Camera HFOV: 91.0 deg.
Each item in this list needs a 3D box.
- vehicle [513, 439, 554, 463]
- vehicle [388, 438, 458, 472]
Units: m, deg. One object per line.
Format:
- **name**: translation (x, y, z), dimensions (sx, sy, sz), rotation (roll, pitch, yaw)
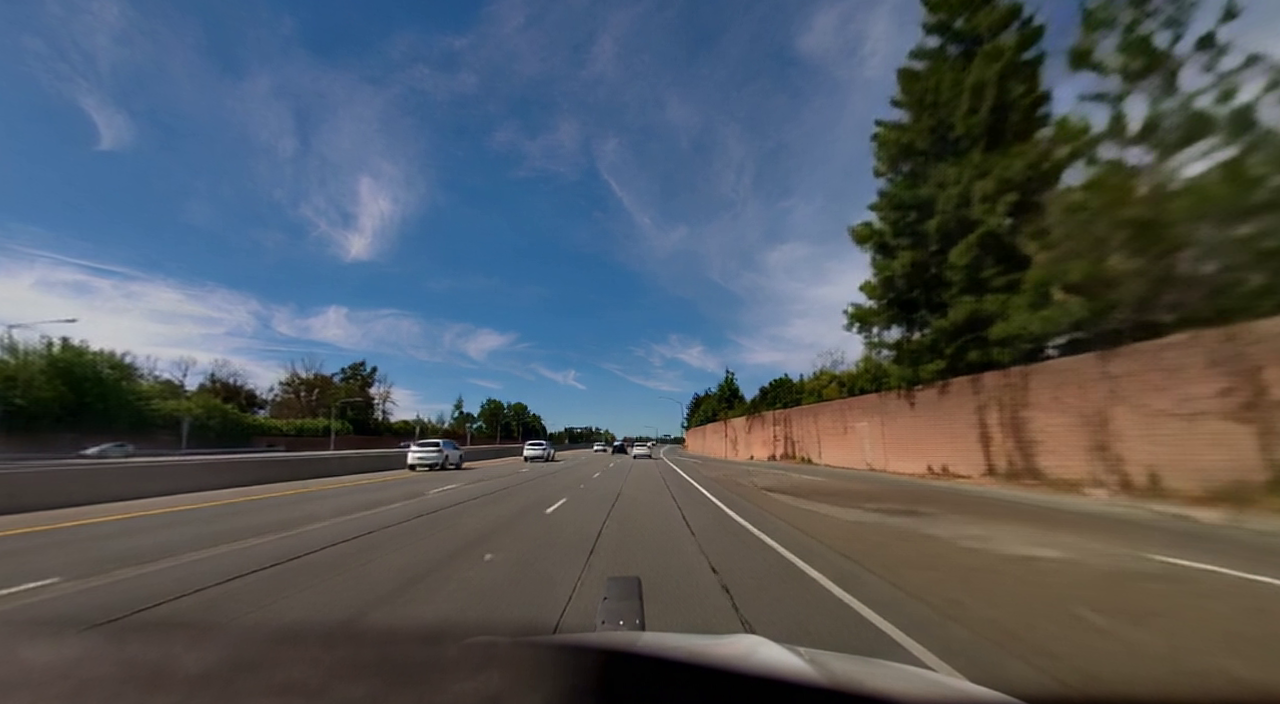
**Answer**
- **vehicle**: translation (-7.856, 7.388, 46.984), dimensions (2.151, 1.707, 4.759), rotation (0, -8, 1)
- **vehicle**: translation (-11.332, 5.414, 33.288), dimensions (2.025, 1.618, 4.683), rotation (0, -9, 0)
